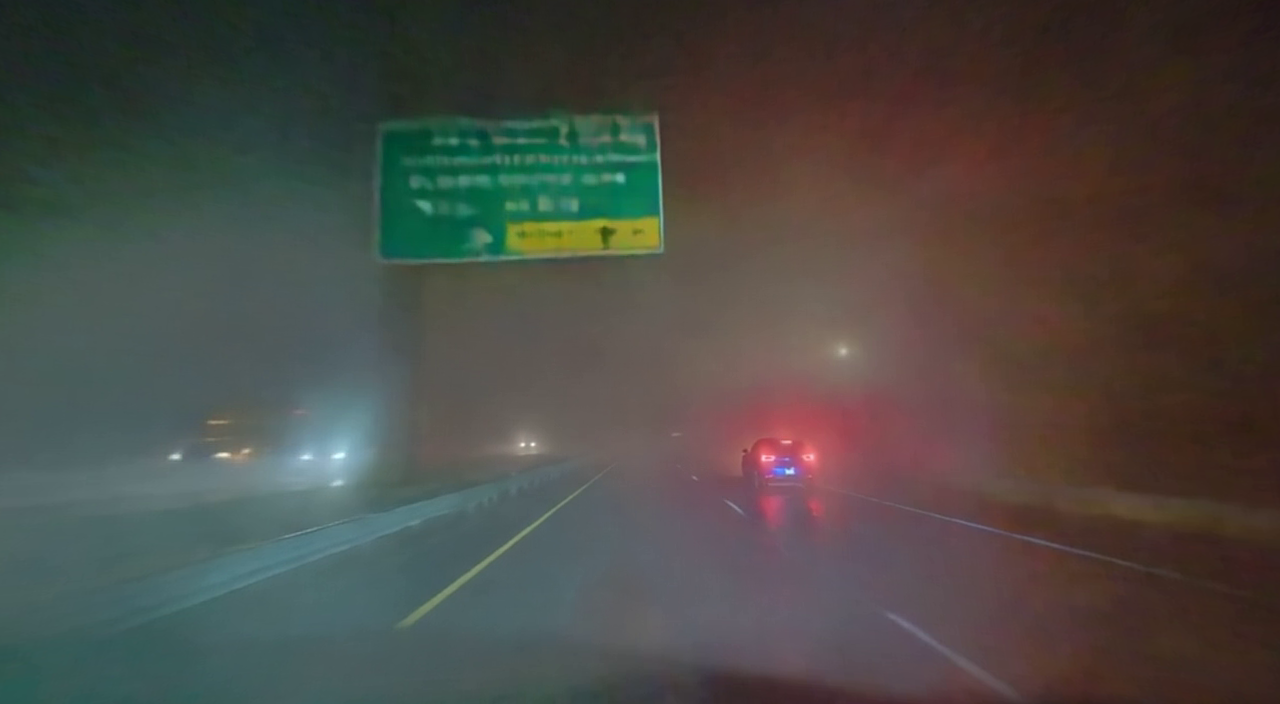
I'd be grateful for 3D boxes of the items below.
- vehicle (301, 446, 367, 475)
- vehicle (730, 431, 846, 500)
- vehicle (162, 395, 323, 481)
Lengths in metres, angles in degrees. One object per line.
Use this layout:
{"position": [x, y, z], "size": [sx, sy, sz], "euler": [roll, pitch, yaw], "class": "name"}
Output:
{"position": [-18.038, 6.400, 37.363], "size": [1.930, 1.571, 3.868], "euler": [-1, -8, 1], "class": "vehicle"}
{"position": [3.627, 2.871, 16.306], "size": [1.997, 1.515, 4.025], "euler": [0, -8, 0], "class": "vehicle"}
{"position": [-22.271, 4.986, 36.273], "size": [3.053, 4.238, 9.169], "euler": [-1, -8, 1], "class": "vehicle"}
